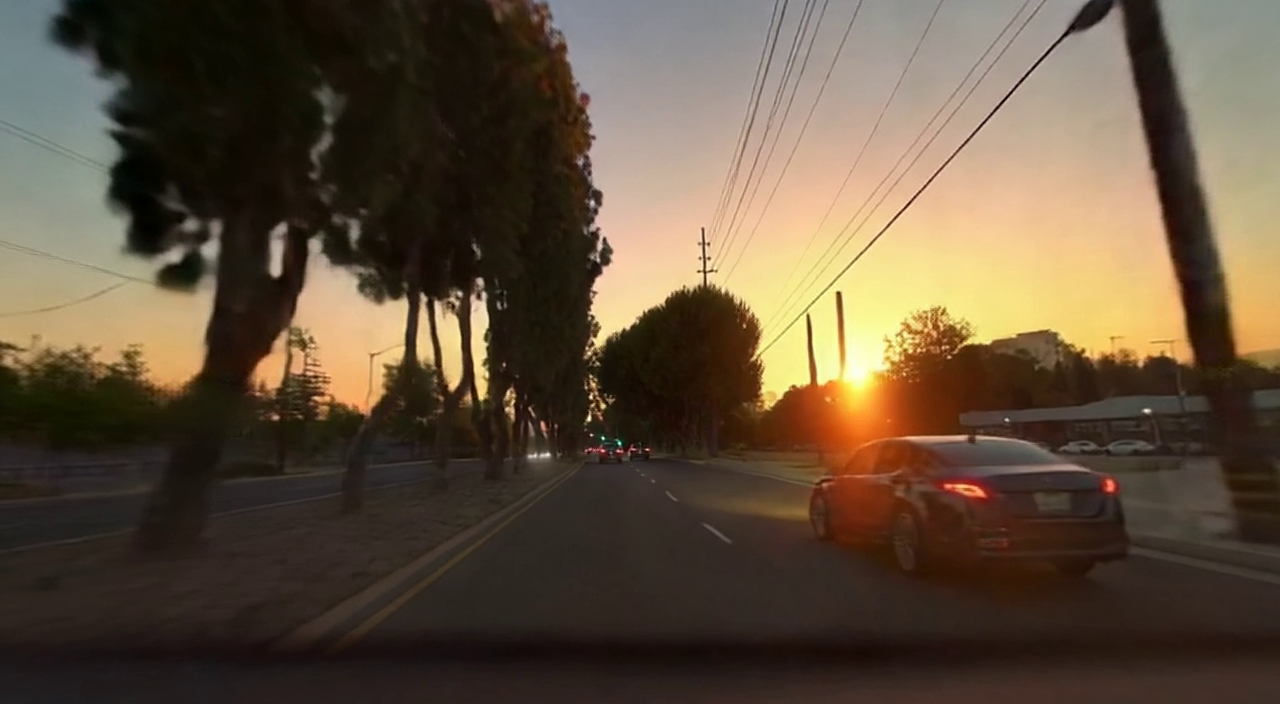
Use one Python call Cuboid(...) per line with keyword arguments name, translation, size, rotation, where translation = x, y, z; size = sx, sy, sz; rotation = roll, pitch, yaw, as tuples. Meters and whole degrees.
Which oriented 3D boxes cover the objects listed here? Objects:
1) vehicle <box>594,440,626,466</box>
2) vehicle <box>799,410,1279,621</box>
Cuboid(name="vehicle", translation=(-2.229, 7.259, 45.334), size=(2.189, 1.776, 4.342), rotation=(1, -9, -4))
Cuboid(name="vehicle", translation=(3.734, 1.635, 7.367), size=(2.235, 1.597, 4.918), rotation=(0, -9, -3))
